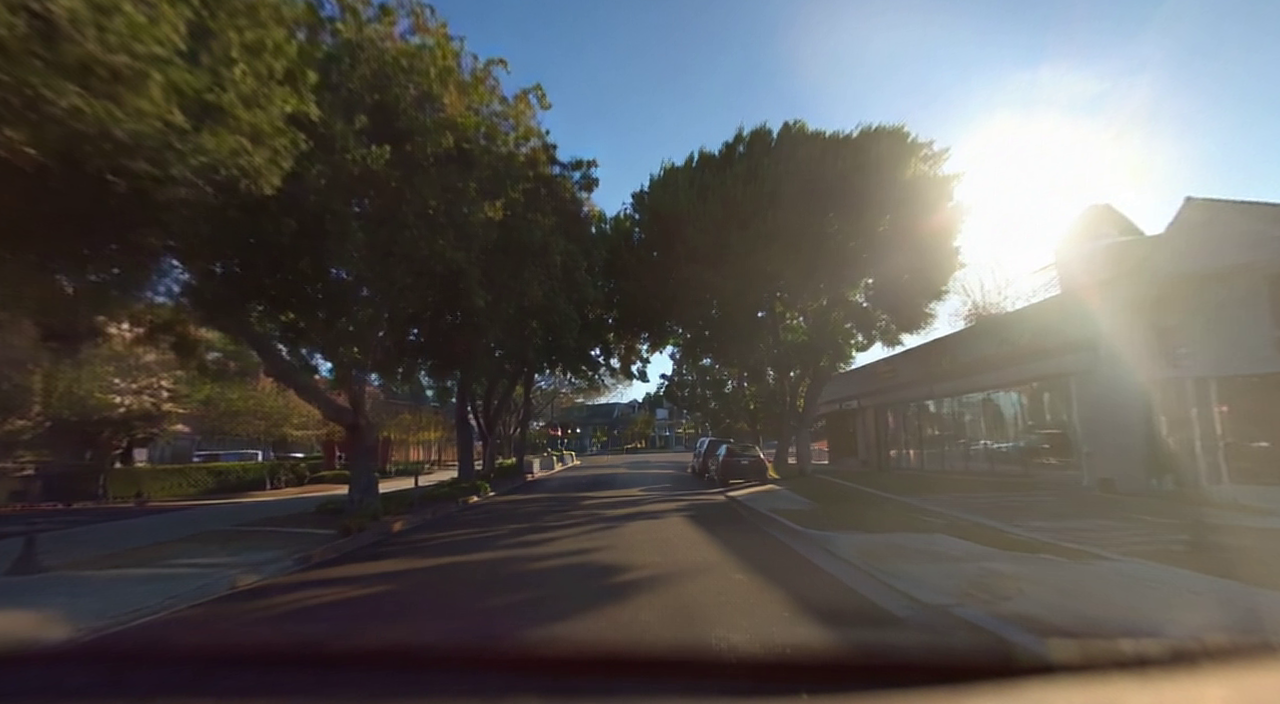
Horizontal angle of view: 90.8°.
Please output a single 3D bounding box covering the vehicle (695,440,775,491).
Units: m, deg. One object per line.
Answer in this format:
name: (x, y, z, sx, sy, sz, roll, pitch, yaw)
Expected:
vehicle: (3.137, 3.845, 21.784, 2.064, 1.532, 4.596, 0, -9, 0)
